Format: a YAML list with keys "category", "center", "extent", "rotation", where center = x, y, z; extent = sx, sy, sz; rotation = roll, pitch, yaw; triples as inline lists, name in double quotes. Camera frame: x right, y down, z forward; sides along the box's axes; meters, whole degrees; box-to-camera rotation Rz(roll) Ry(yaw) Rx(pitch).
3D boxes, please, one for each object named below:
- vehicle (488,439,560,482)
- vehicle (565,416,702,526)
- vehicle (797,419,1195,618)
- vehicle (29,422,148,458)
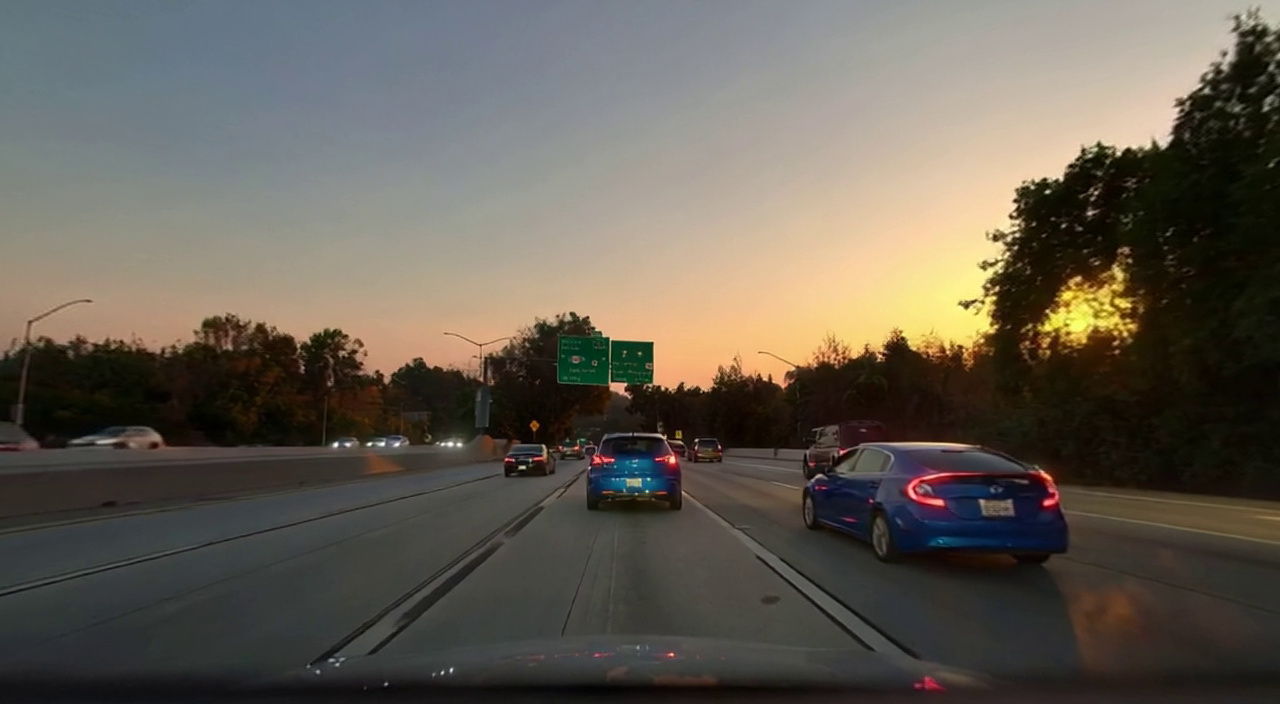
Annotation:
- category: "vehicle"
  center: [-4.443, 4.236, 24.904]
  extent: [2.023, 1.497, 4.526]
  rotation: [1, -9, -1]
- category: "vehicle"
  center: [-0.119, 2.203, 12.107]
  extent: [2.181, 1.728, 3.970]
  rotation: [0, -9, -1]
- category: "vehicle"
  center: [3.330, 1.626, 7.111]
  extent: [1.975, 1.532, 4.227]
  rotation: [1, -9, -1]
- category: "vehicle"
  center: [-26.737, 4.339, 30.767]
  extent: [1.912, 1.616, 4.342]
  rotation: [1, -9, -2]
